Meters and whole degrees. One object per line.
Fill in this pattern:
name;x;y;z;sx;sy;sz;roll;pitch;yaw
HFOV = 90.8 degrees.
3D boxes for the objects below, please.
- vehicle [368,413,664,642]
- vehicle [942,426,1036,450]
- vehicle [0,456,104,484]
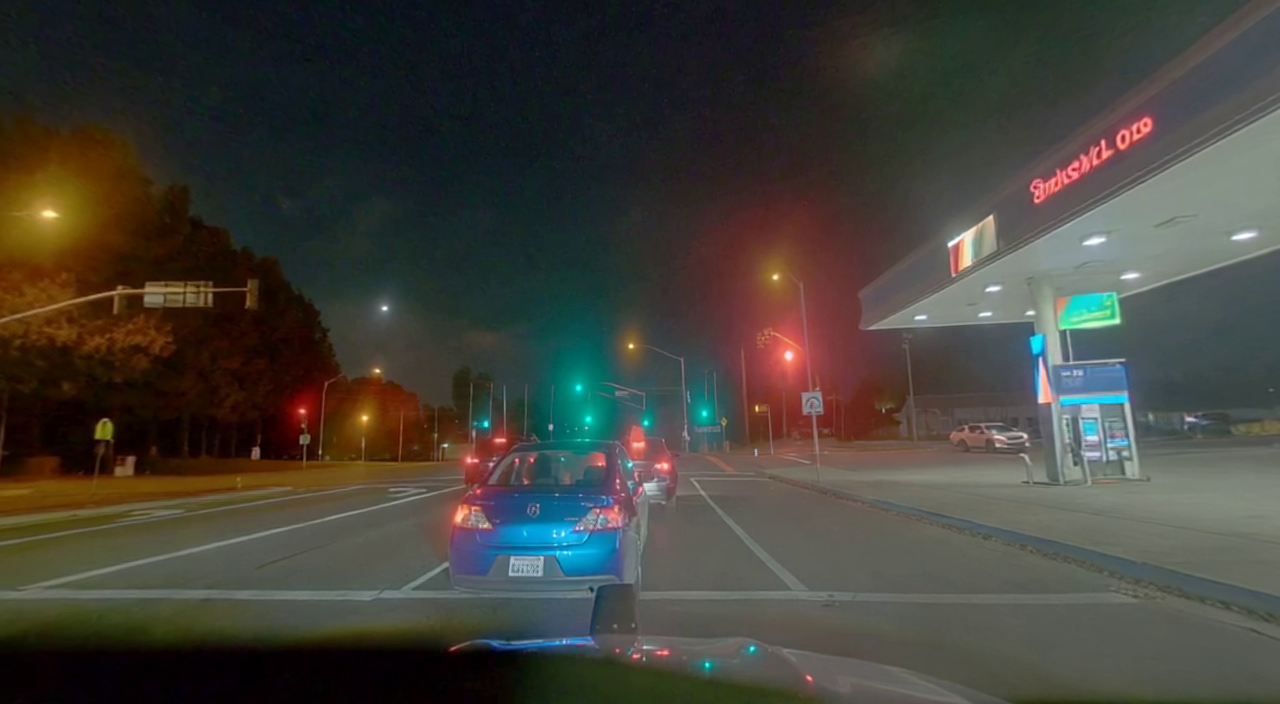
vehicle;-0.762;1.508;6.547;1.916;1.510;4.447;-1;-8;3
vehicle;22.540;5.594;40.968;4.874;1.502;2.048;0;-8;-1
vehicle;-35.022;6.982;37.559;1.796;1.440;4.802;-1;-8;4
